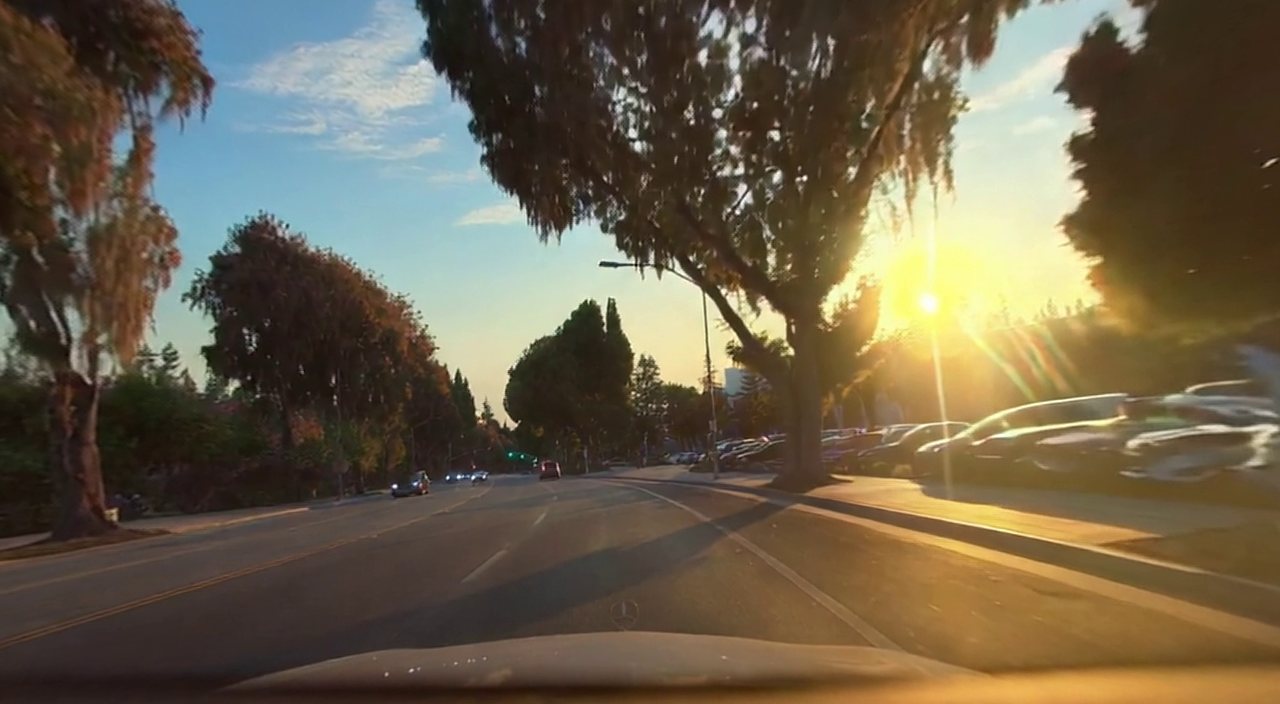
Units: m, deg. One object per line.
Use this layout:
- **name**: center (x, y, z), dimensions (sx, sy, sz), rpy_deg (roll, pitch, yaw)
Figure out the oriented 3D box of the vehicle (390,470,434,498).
- **vehicle**: center (-16.544, 9.600, 46.072), dimensions (2.150, 1.754, 4.667), rpy_deg (1, -9, -9)
